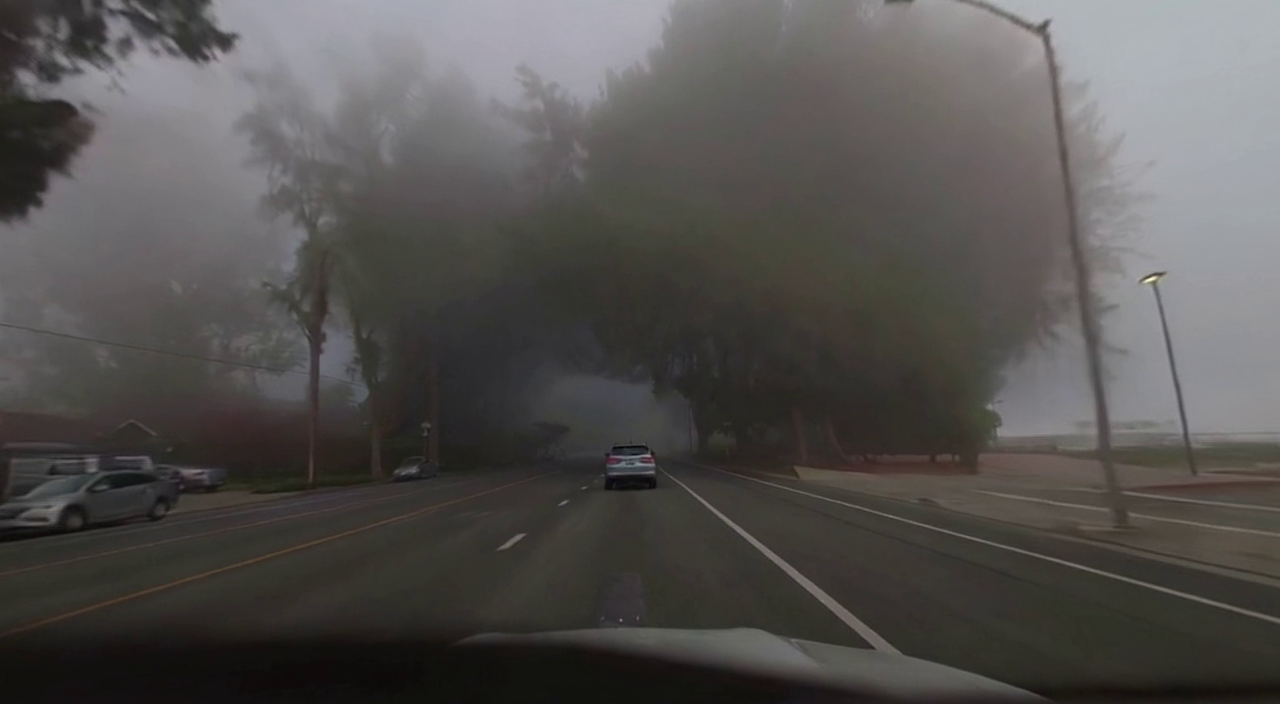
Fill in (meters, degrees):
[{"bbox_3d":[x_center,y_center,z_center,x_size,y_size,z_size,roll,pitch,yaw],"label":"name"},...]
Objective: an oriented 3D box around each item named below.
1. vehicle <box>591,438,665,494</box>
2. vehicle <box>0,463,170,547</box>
[{"bbox_3d":[-0.383,3.682,20.752,2.181,1.639,4.127,0,-9,-1],"label":"vehicle"},{"bbox_3d":[-13.874,3.619,15.341,1.900,1.596,4.142,-3,-9,-3],"label":"vehicle"}]
